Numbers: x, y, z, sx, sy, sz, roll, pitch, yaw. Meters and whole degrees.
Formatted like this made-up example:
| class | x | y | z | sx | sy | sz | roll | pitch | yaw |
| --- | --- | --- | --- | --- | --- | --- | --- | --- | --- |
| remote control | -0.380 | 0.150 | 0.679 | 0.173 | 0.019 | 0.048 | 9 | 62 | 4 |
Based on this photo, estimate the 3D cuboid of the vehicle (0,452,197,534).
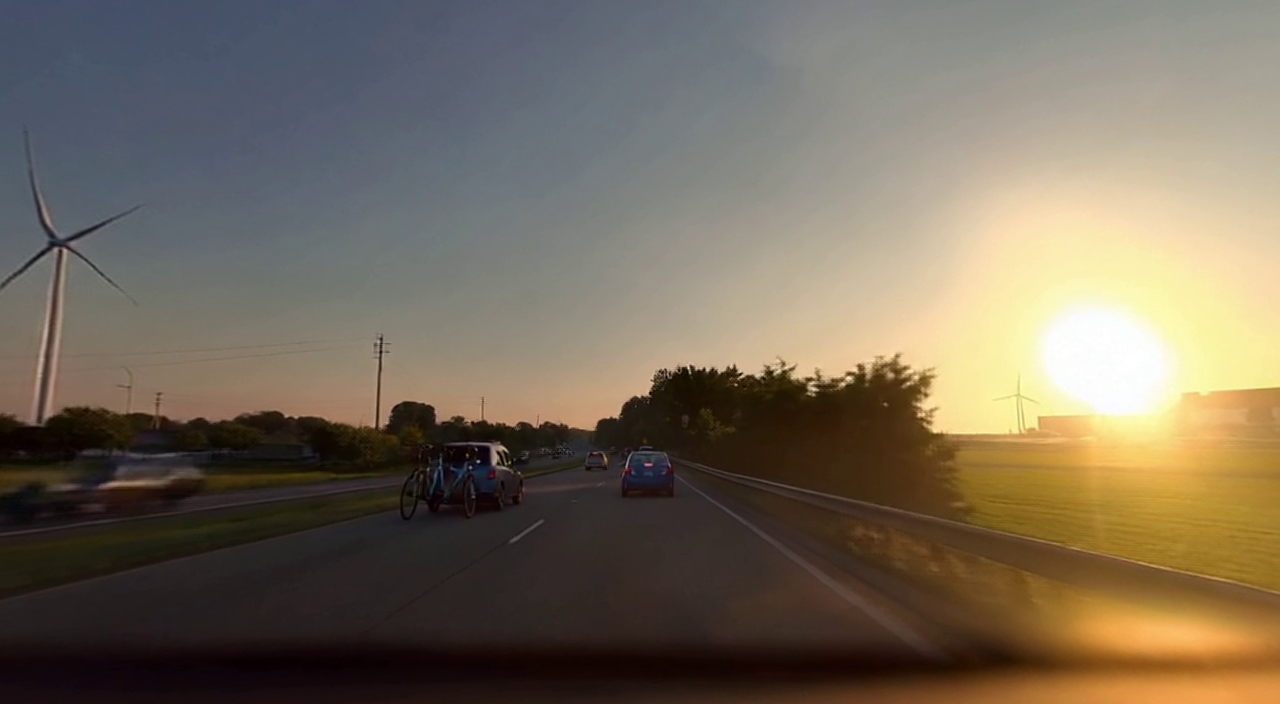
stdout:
| class | x | y | z | sx | sy | sz | roll | pitch | yaw |
| --- | --- | --- | --- | --- | --- | --- | --- | --- | --- |
| vehicle | -12.582 | 2.987 | 13.993 | 1.986 | 1.460 | 4.765 | -1 | -9 | 1 |

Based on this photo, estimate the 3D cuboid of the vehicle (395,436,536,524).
| class | x | y | z | sx | sy | sz | roll | pitch | yaw |
| --- | --- | --- | --- | --- | --- | --- | --- | --- | --- |
| vehicle | -3.731 | 2.807 | 14.324 | 1.962 | 1.681 | 4.033 | -1 | -9 | 1 |

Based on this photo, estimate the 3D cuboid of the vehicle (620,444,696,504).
| class | x | y | z | sx | sy | sz | roll | pitch | yaw |
| --- | --- | --- | --- | --- | --- | --- | --- | --- | --- |
| vehicle | 0.469 | 3.636 | 19.162 | 2.063 | 1.582 | 3.955 | 0 | -9 | 0 |
